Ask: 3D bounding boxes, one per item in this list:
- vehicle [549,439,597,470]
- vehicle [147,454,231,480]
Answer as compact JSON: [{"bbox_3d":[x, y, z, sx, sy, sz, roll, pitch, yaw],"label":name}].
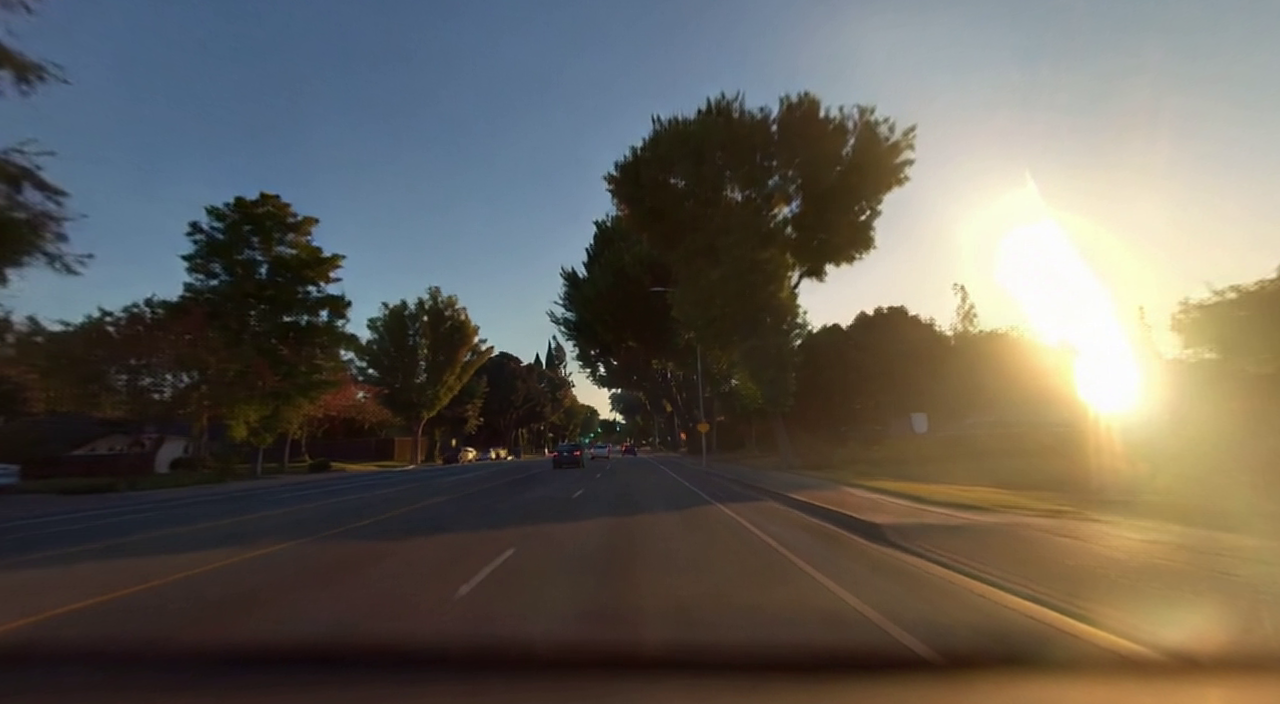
[{"bbox_3d":[-3.379,5.272,32.719,2.030,1.467,4.251,0,-8,0],"label":"vehicle"},{"bbox_3d":[-28.696,7.292,40.252,3.814,1.512,1.948,0,-8,2],"label":"vehicle"}]
